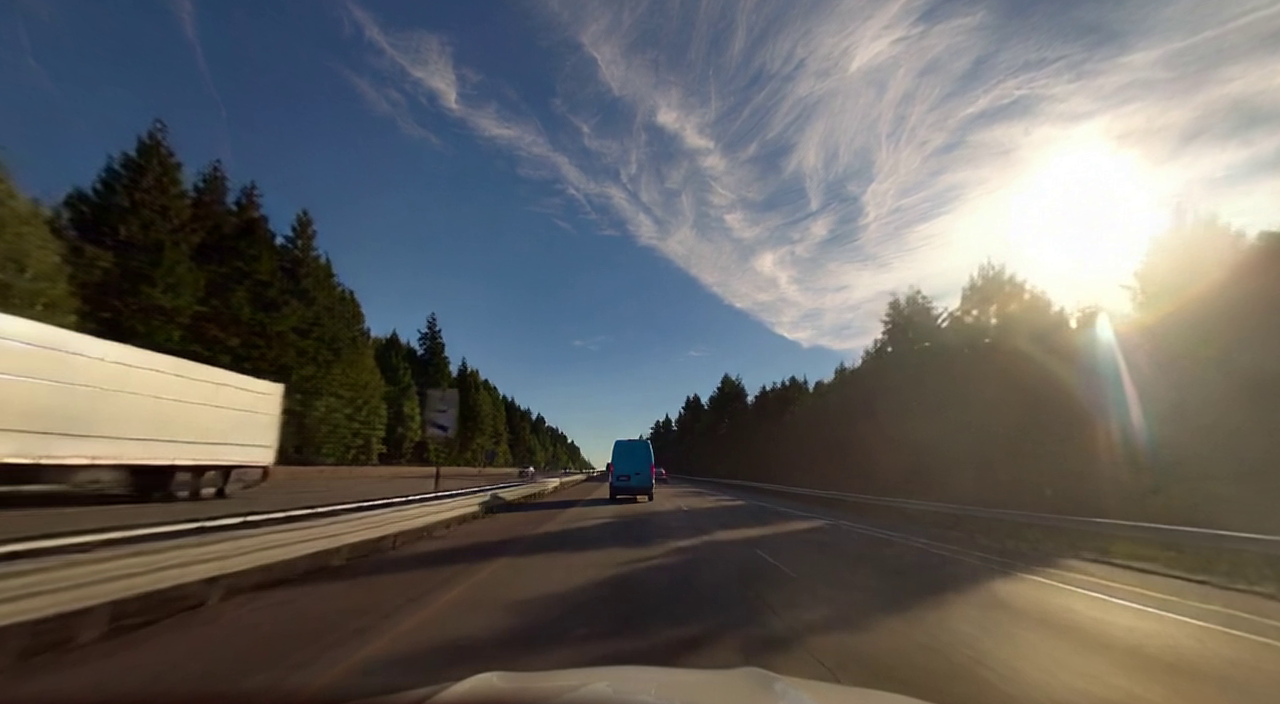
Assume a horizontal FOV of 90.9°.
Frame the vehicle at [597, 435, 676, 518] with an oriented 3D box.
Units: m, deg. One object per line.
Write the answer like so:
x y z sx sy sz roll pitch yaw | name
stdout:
-0.204 4.316 22.138 2.375 2.432 6.161 1 -10 -2 | vehicle

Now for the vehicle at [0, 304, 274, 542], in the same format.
-13.635 1.610 13.445 3.121 4.421 14.023 0 -10 0 | vehicle
